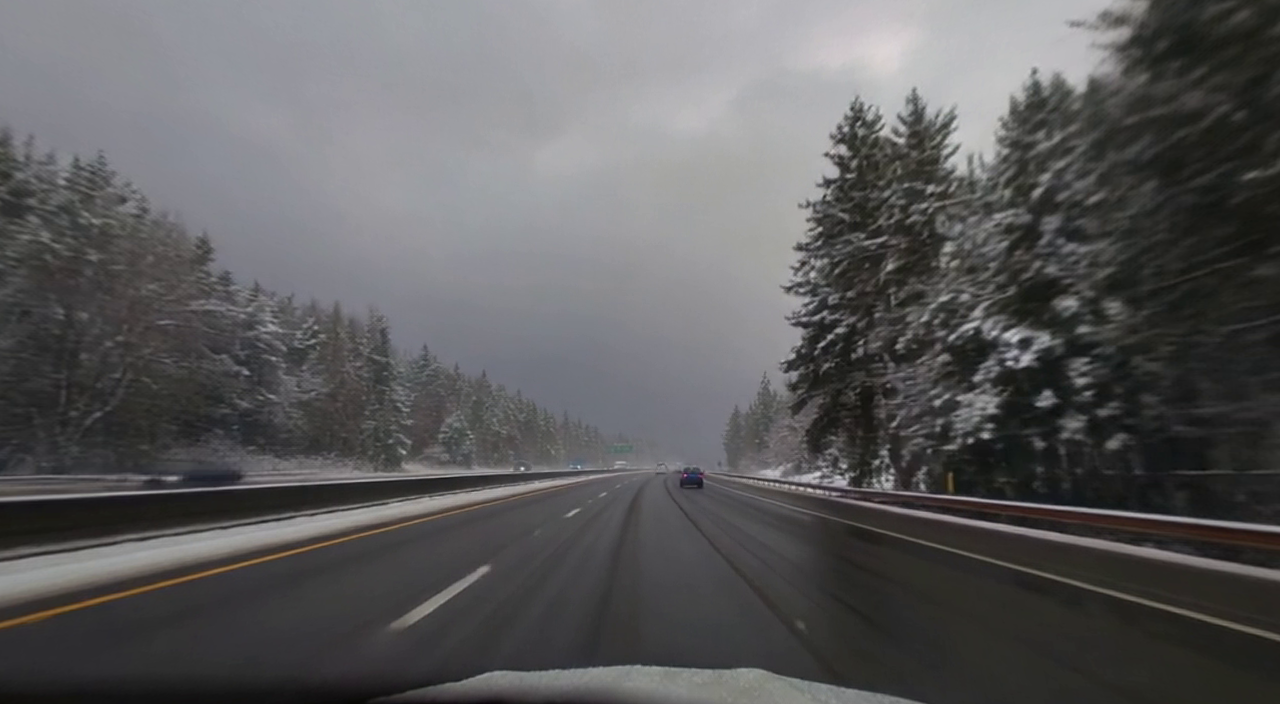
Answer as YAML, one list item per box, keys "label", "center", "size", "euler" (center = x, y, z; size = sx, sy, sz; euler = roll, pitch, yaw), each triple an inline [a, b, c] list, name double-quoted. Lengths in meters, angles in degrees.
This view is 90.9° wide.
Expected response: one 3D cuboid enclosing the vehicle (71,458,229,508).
- label: "vehicle"
  center: [-16.351, 4.380, 21.354]
  size: [2.023, 1.482, 3.976]
  euler: [0, -10, 2]
